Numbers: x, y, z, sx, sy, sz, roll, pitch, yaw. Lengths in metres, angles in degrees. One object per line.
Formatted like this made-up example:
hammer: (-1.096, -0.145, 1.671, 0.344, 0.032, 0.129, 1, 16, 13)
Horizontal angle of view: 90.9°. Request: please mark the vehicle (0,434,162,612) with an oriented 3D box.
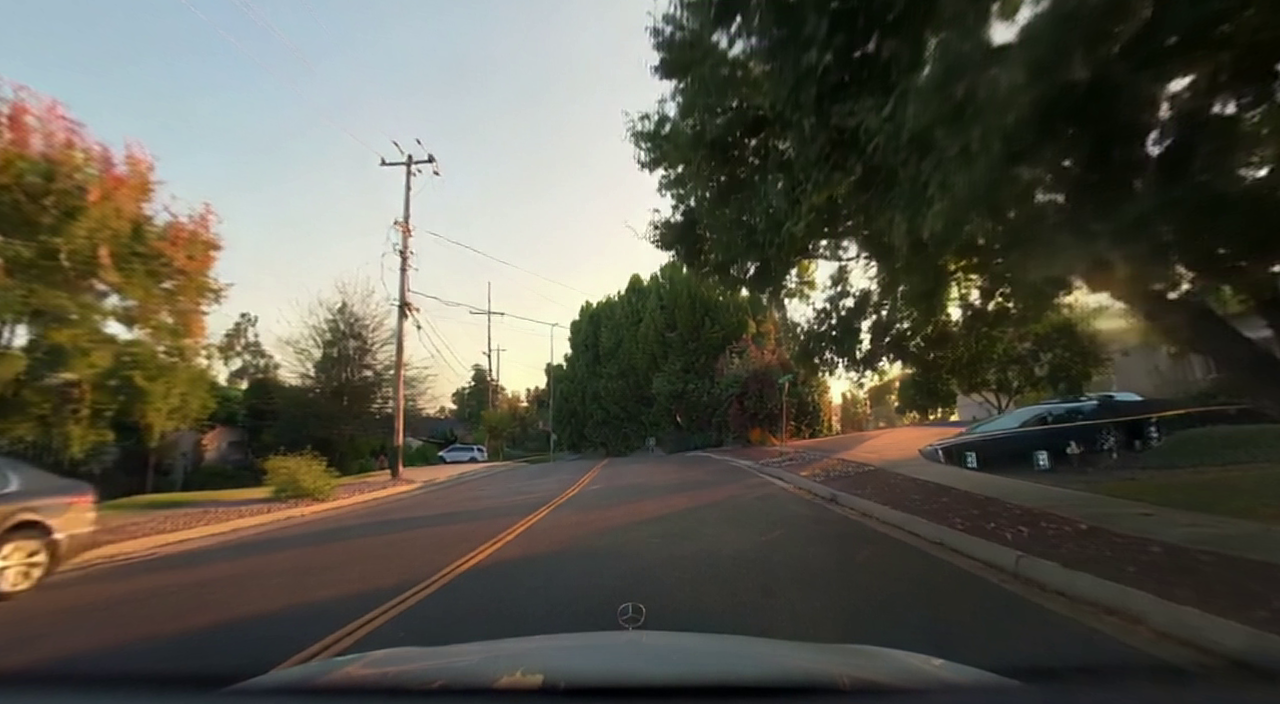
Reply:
vehicle: (-6.801, 1.440, 4.894, 2.032, 1.595, 5.289, 0, -8, 0)
